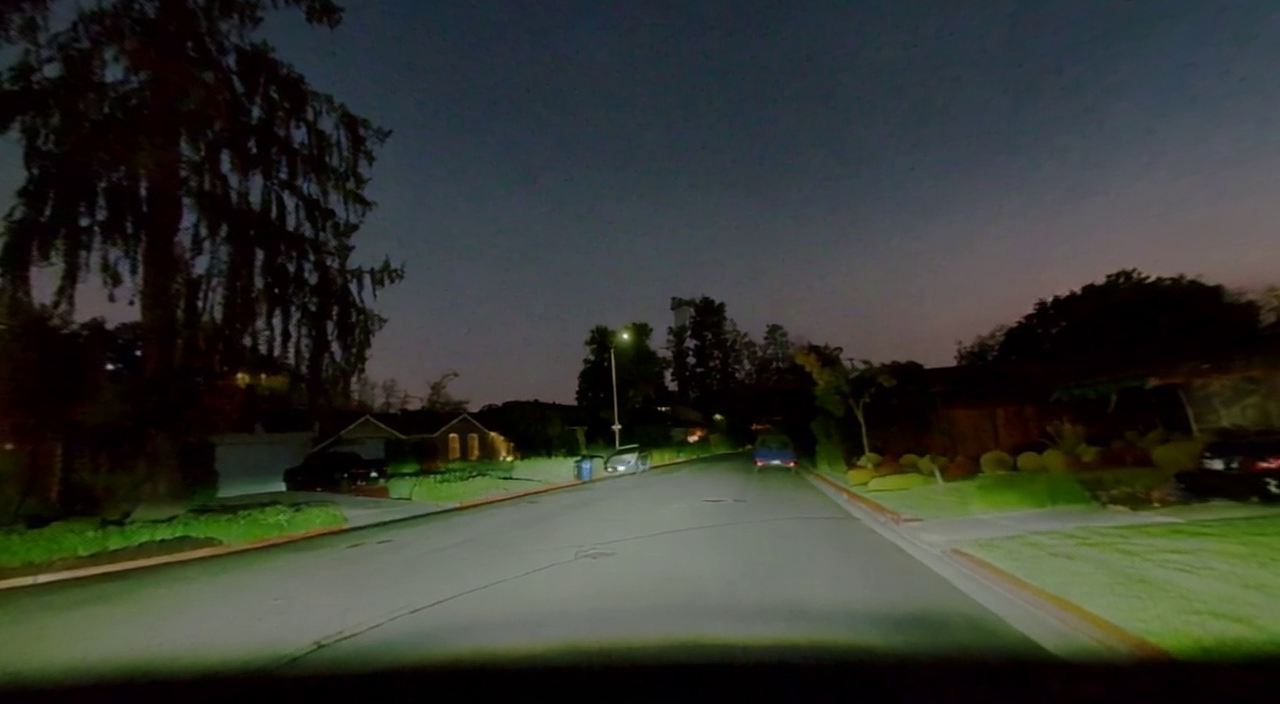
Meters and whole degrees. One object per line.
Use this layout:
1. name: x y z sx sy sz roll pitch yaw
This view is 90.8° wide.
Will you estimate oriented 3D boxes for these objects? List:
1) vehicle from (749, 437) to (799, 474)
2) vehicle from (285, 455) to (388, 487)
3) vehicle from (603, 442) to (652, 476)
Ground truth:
1. vehicle: 6.175 4.823 29.573 2.005 1.553 3.984 0 -9 8
2. vehicle: -15.319 6.002 31.989 4.404 1.495 1.844 -2 -9 10
3. vehicle: -0.726 6.832 40.661 2.208 1.834 4.675 -7 -9 8
